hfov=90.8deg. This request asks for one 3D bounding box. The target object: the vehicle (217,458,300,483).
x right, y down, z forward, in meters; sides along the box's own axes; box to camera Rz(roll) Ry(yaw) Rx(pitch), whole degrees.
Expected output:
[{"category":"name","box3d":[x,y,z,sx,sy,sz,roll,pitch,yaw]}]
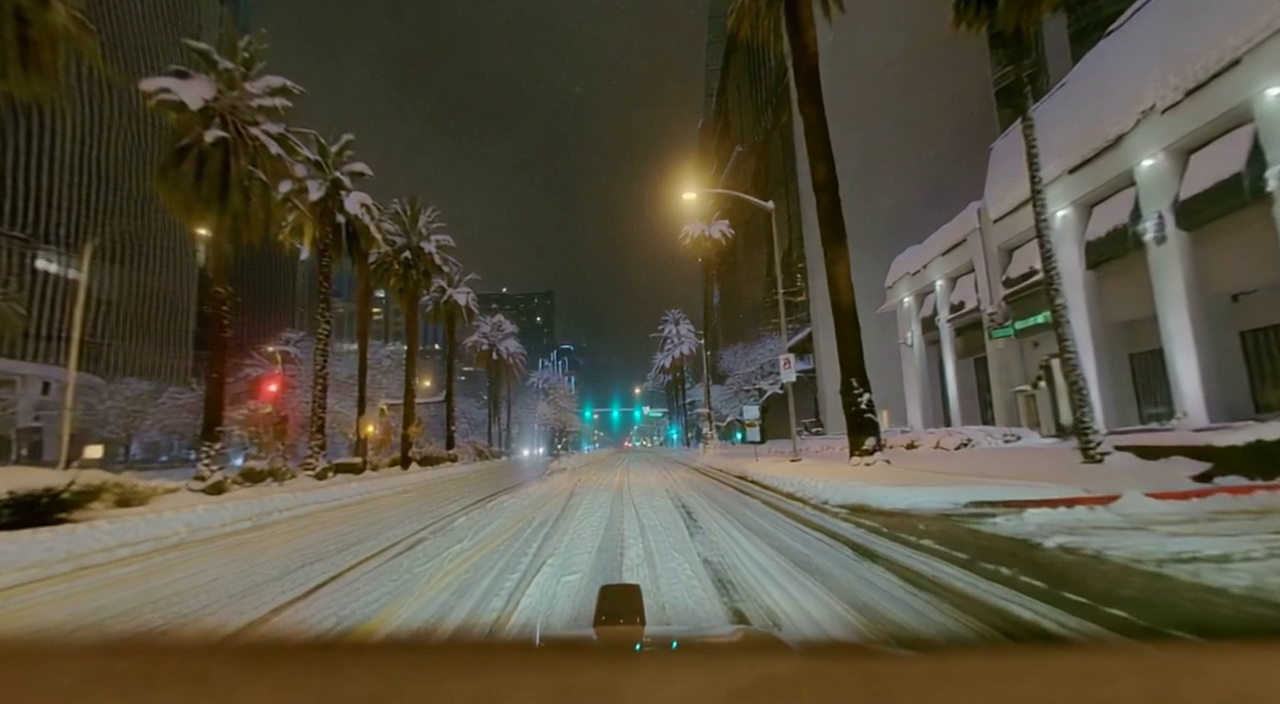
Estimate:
[{"category":"vehicle","box3d":[-28.629,8.880,47.554,1.979,1.644,4.875,-5,-10,30]}]
